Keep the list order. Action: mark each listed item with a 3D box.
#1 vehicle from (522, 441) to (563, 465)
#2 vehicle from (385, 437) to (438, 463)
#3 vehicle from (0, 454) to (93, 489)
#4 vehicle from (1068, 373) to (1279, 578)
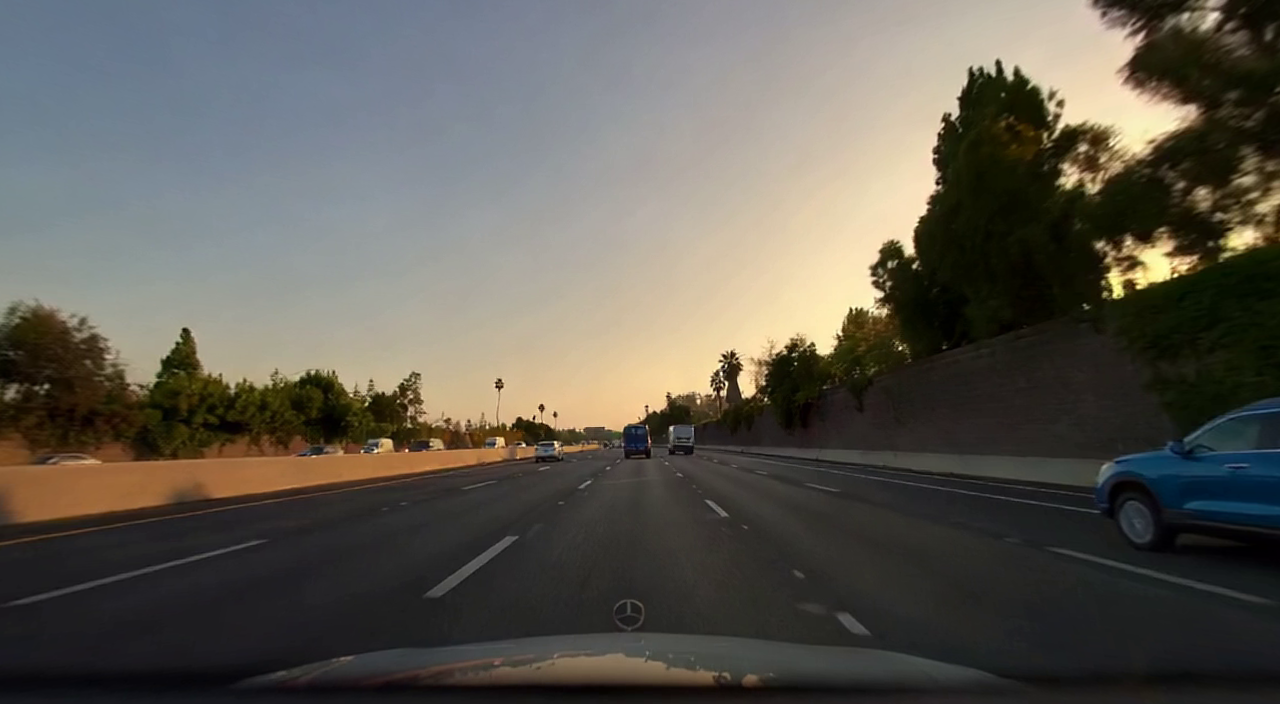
[{"bbox_3d":[-6.679,6.968,43.669,2.097,1.525,4.632,0,-8,1],"label":"vehicle"},{"bbox_3d":[-17.765,7.619,49.345,2.240,1.891,5.113,0,-8,0],"label":"vehicle"},{"bbox_3d":[-26.729,5.254,27.979,1.799,1.371,3.407,0,-8,0],"label":"vehicle"},{"bbox_3d":[7.190,1.184,6.107,2.361,1.911,5.286,0,-8,0],"label":"vehicle"}]
